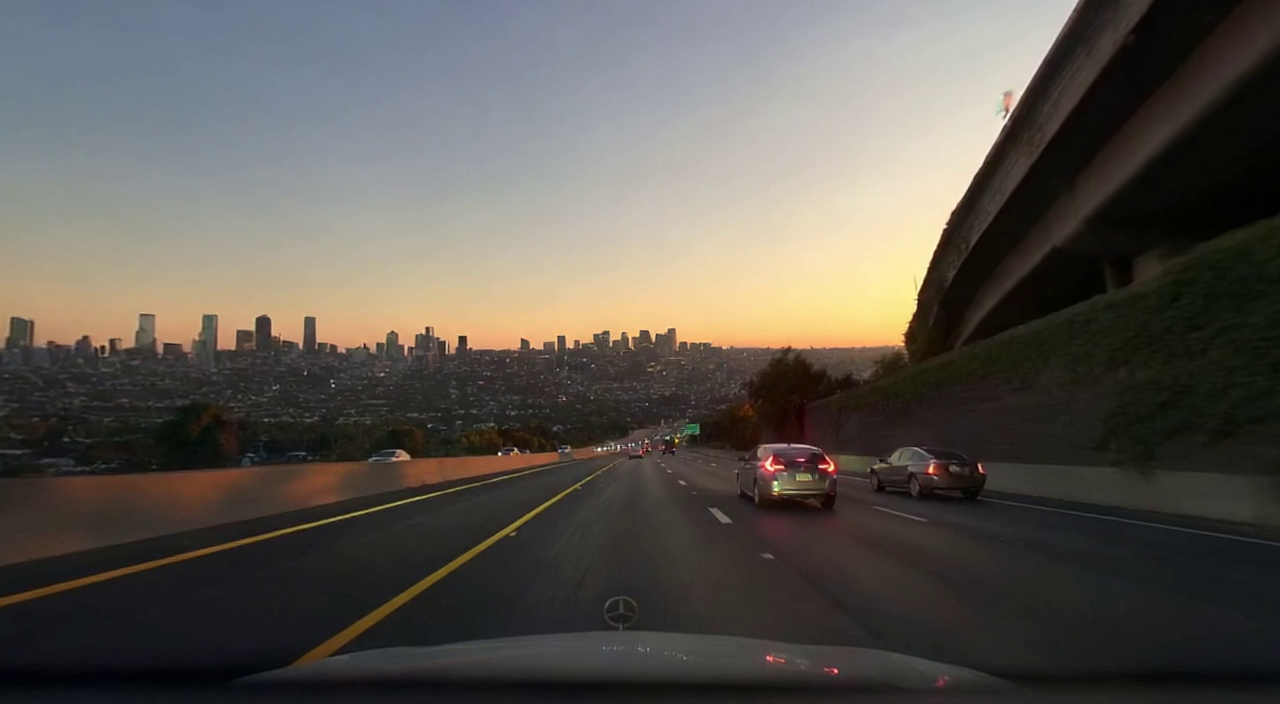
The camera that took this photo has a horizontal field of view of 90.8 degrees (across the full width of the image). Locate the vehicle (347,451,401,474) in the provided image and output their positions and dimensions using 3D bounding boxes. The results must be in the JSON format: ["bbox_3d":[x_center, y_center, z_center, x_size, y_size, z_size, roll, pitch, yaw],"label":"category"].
[{"bbox_3d":[-20.569,8.578,49.048,2.063,1.627,4.508,-1,-8,3],"label":"vehicle"}]

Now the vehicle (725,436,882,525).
[{"bbox_3d":[3.159,2.590,13.357,1.982,1.533,4.612,0,-8,-1],"label":"vehicle"}]

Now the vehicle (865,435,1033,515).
[{"bbox_3d":[6.931,2.762,14.698,1.856,1.592,3.920,0,-8,-1],"label":"vehicle"}]
